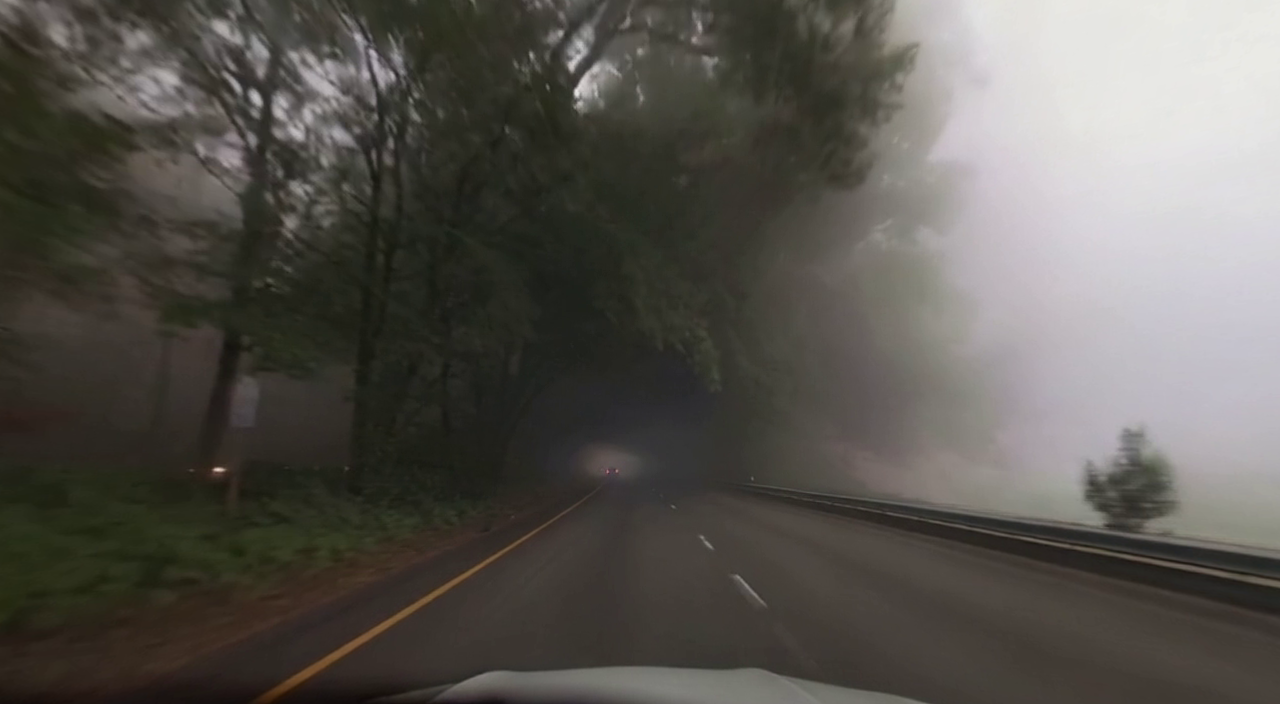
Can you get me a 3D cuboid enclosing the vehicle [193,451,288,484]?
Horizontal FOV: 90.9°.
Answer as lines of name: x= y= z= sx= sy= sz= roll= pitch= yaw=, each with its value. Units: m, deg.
vehicle: x=-21.031 y=6.129 z=33.427 sx=1.989 sy=1.626 sz=4.677 roll=1 pitch=-10 yaw=-1
